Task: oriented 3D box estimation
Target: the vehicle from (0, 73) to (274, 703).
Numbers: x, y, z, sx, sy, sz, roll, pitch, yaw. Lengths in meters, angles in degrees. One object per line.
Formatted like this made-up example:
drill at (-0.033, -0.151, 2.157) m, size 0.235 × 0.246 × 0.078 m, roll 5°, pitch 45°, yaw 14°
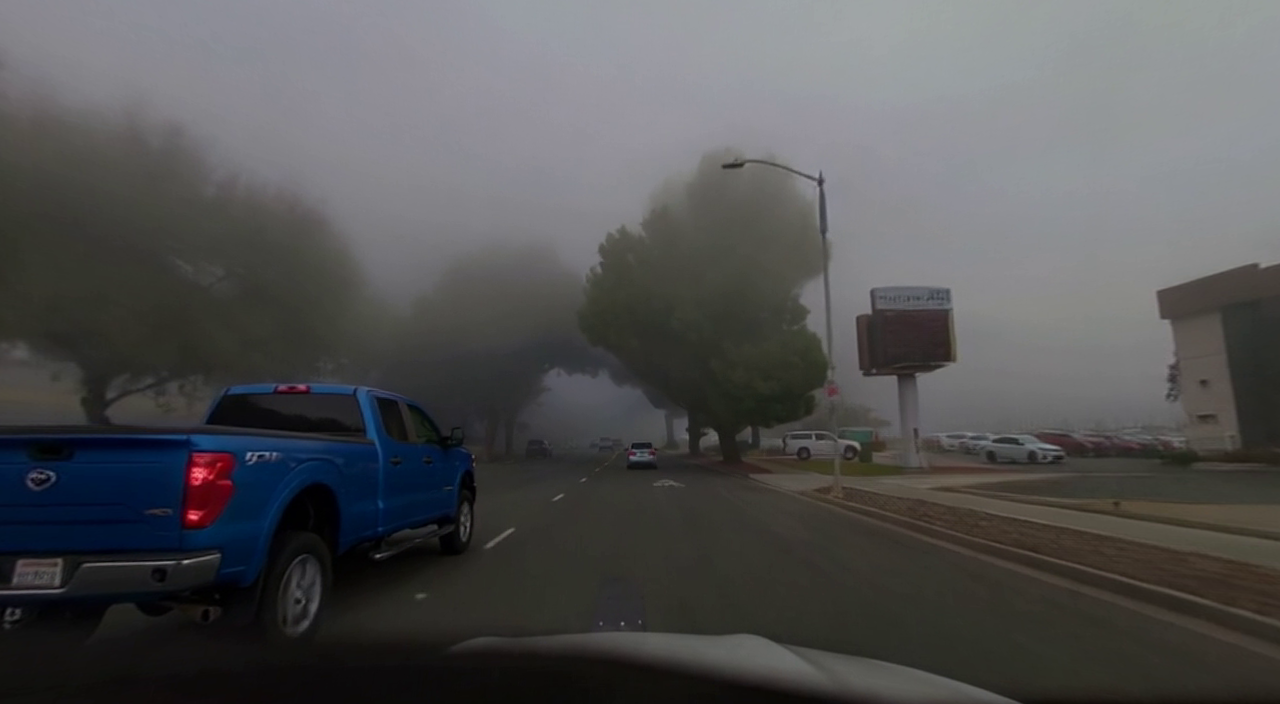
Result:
vehicle at (-3.510, 0.182, 0.833) m, size 2.733 × 2.495 × 5.037 m, roll 0°, pitch -8°, yaw 3°

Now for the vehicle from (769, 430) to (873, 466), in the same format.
vehicle at (9.403, 4.988, 32.627) m, size 5.109 × 1.735 × 1.997 m, roll 4°, pitch -9°, yaw -25°

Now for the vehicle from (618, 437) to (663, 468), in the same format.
vehicle at (0.023, 5.318, 33.359) m, size 2.191 × 1.530 × 4.470 m, roll 0°, pitch -8°, yaw 0°

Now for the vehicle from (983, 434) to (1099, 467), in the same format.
vehicle at (20.531, 5.039, 32.371) m, size 4.836 × 1.567 × 2.051 m, roll -5°, pitch -10°, yaw 31°
